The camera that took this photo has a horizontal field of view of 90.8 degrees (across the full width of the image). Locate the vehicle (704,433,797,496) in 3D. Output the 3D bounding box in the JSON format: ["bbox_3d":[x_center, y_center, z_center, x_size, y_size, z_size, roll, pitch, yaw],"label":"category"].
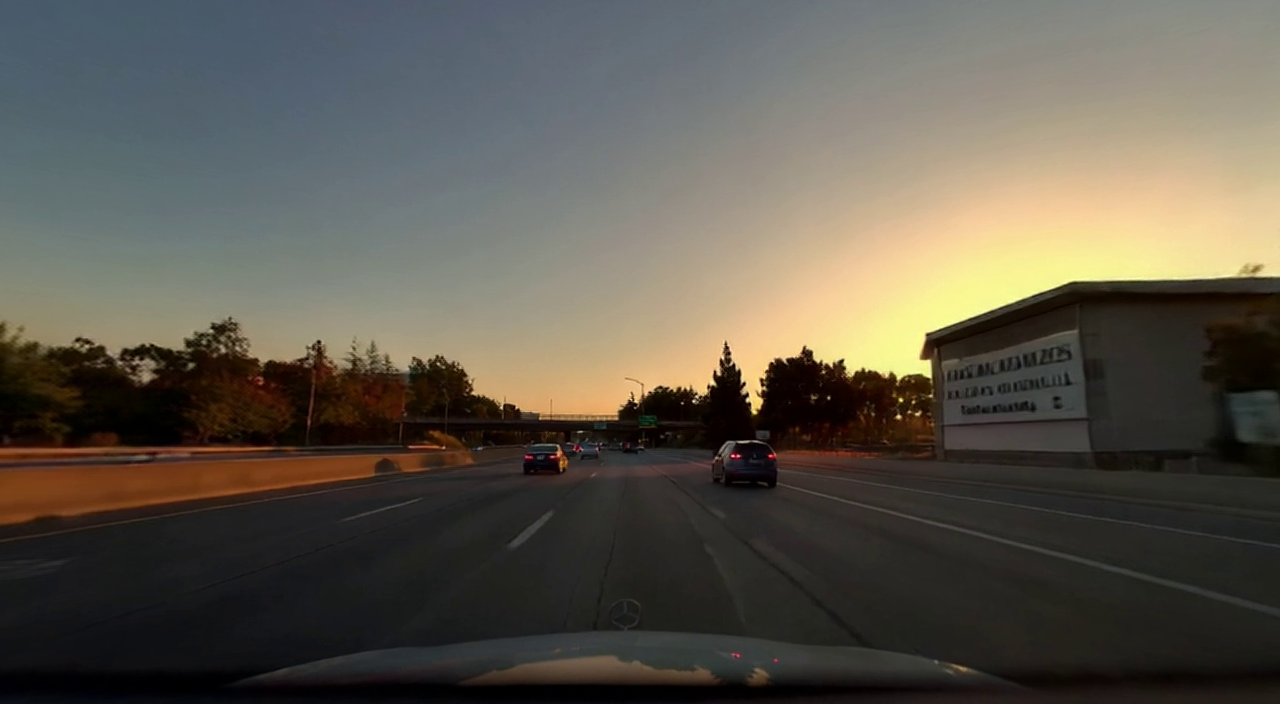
[{"bbox_3d":[3.218,3.372,19.336,1.997,1.686,4.247,0,-8,-1],"label":"vehicle"}]

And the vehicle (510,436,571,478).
[{"bbox_3d":[-4.590,4.922,29.900,2.176,1.779,4.755,0,-8,0],"label":"vehicle"}]
